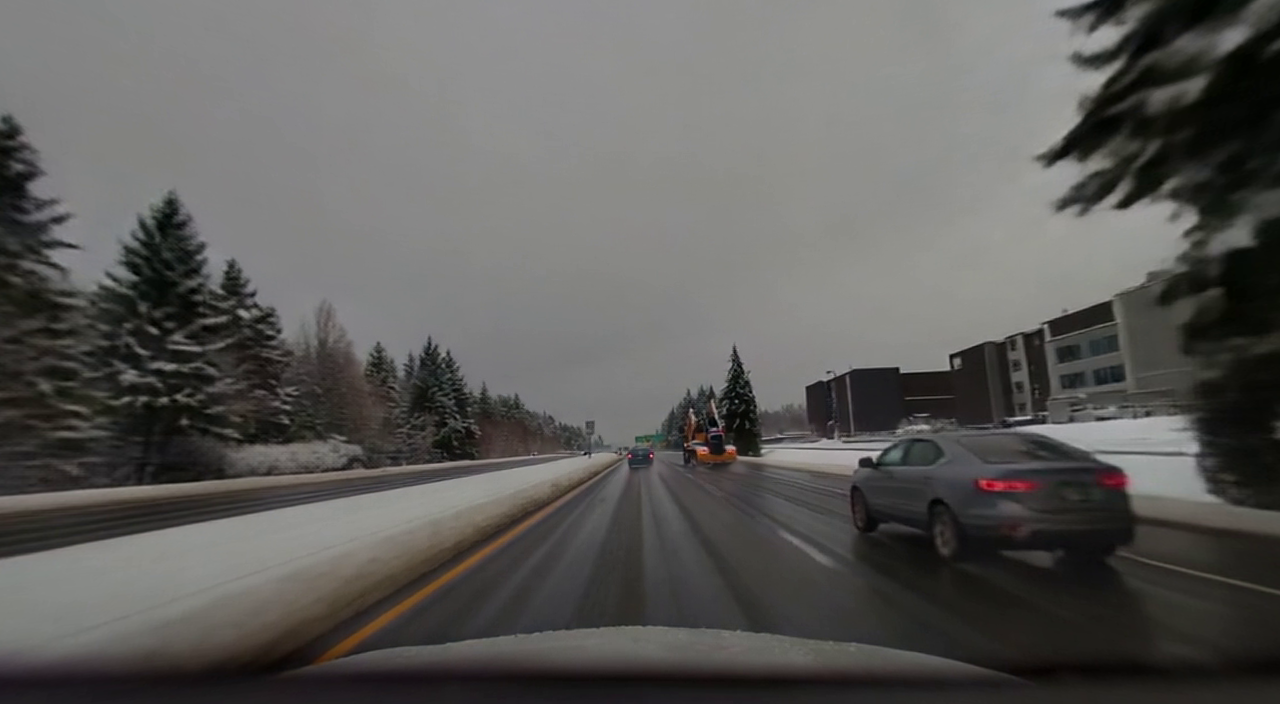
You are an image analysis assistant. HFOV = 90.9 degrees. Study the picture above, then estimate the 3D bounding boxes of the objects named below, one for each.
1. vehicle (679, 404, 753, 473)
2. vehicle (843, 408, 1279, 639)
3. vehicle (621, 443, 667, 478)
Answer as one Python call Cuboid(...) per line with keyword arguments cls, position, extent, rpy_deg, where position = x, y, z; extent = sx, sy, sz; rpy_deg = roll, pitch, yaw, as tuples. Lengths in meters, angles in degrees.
Cuboid(cls="vehicle", position=(4.159, 5.107, 36.703), extent=(3.089, 3.568, 8.101), rpy_deg=(0, -9, -1))
Cuboid(cls="vehicle", position=(3.771, 1.452, 6.234), extent=(2.168, 1.529, 3.883), rpy_deg=(0, -9, 0))
Cuboid(cls="vehicle", position=(0.153, 5.138, 30.040), extent=(2.045, 1.527, 4.023), rpy_deg=(0, -9, -1))
